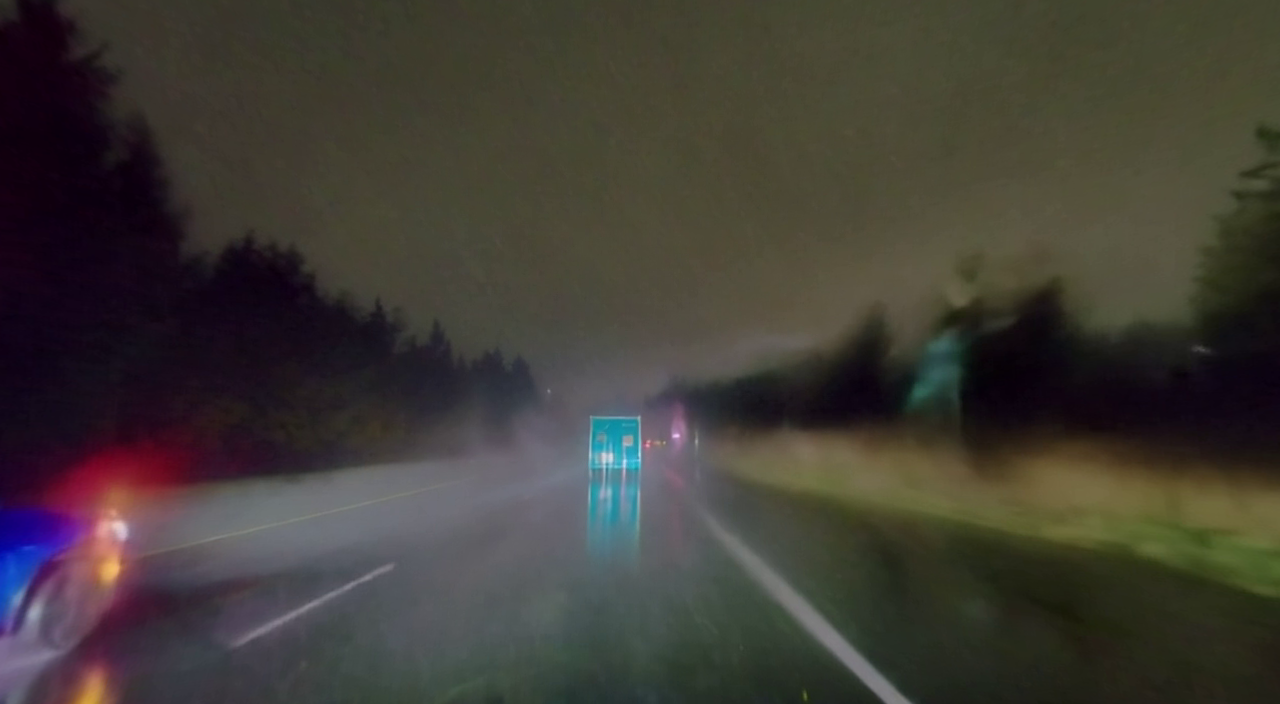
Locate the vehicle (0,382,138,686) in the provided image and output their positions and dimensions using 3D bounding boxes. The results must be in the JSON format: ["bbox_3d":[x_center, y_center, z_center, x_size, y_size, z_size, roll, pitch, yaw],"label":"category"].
[{"bbox_3d":[-4.628,0.815,2.184,2.198,1.666,4.311,1,-8,-1],"label":"vehicle"}]

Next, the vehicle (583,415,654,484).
[{"bbox_3d":[-0.716,3.448,22.520,2.248,2.154,4.892,1,-8,-1],"label":"vehicle"}]
